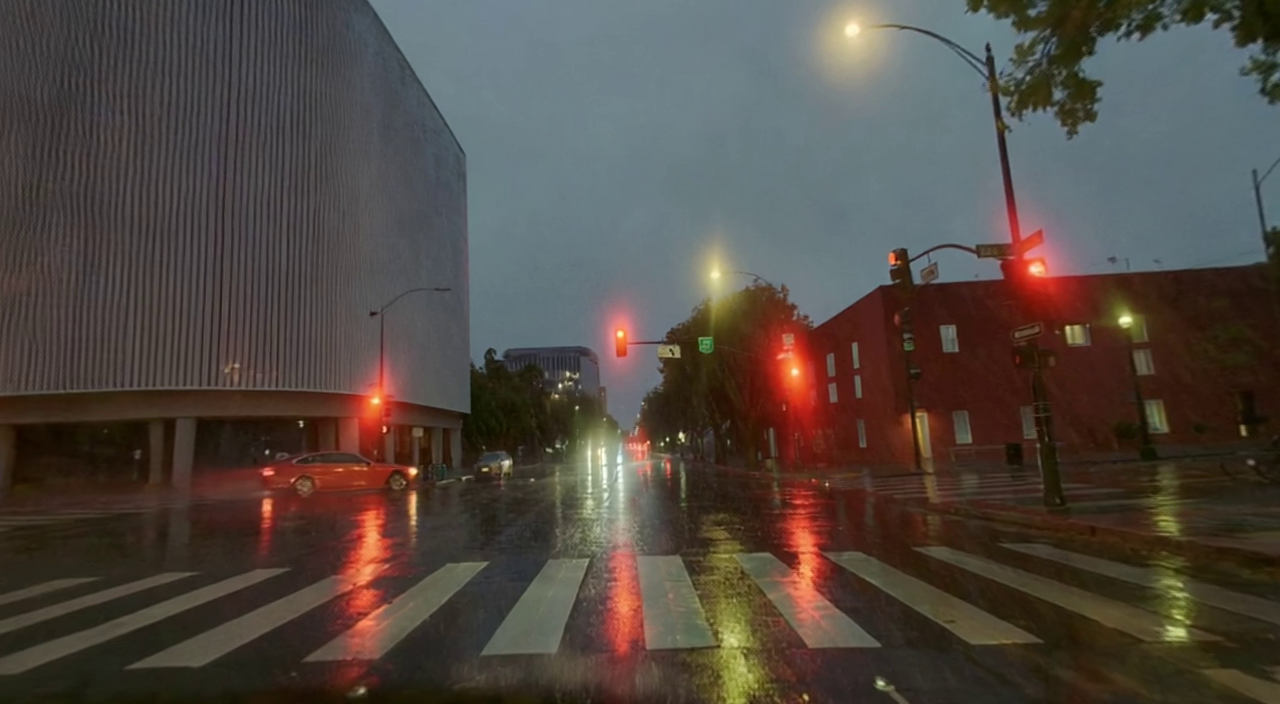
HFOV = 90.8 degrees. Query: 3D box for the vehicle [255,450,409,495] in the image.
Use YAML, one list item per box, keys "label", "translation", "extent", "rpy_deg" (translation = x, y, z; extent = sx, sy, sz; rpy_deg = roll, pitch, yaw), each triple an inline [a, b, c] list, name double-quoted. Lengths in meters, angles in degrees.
- label: "vehicle"
  translation: [-11.222, 4.350, 23.253]
  extent: [4.833, 1.452, 2.088]
  rpy_deg: [4, -9, -27]
